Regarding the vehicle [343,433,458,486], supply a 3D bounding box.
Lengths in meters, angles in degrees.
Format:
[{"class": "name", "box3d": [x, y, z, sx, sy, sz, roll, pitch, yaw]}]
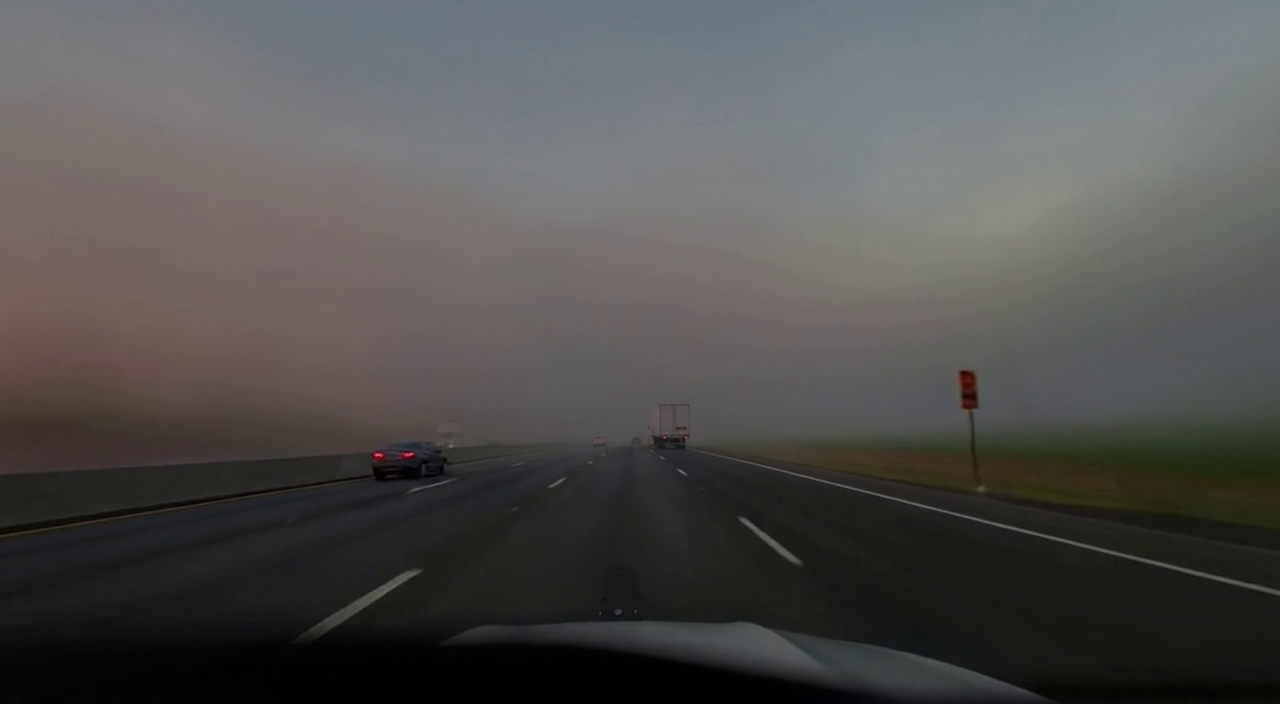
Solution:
[{"class": "vehicle", "box3d": [-7.353, 3.307, 19.877, 2.018, 1.454, 4.290, 0, -8, -1]}]
